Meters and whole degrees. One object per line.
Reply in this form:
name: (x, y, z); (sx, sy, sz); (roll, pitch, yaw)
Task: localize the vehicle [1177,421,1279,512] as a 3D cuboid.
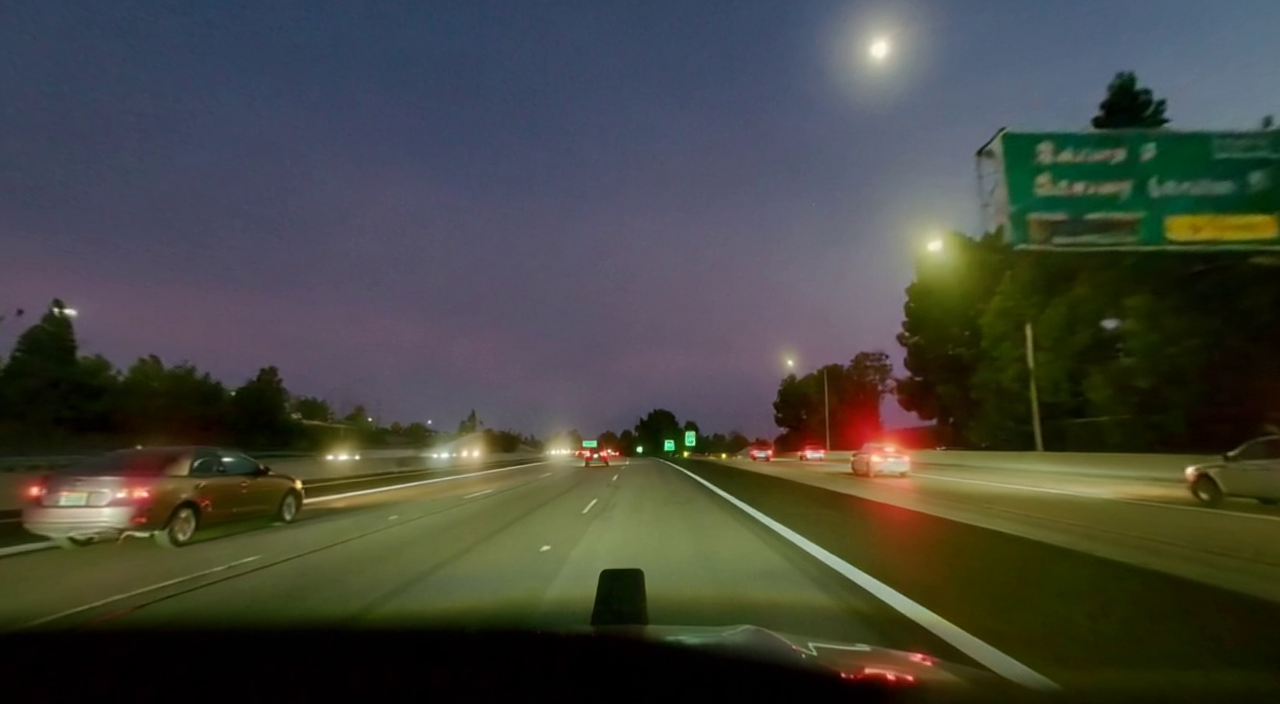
vehicle: (13.529, 2.214, 12.095); (2.168, 1.753, 4.993); (0, -8, 3)

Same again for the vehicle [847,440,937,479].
vehicle: (11.001, 4.713, 27.935); (2.201, 1.535, 4.735); (0, -8, 3)

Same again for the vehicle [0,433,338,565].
vehicle: (-6.766, 2.008, 9.508); (2.038, 1.463, 4.656); (0, -8, 1)
